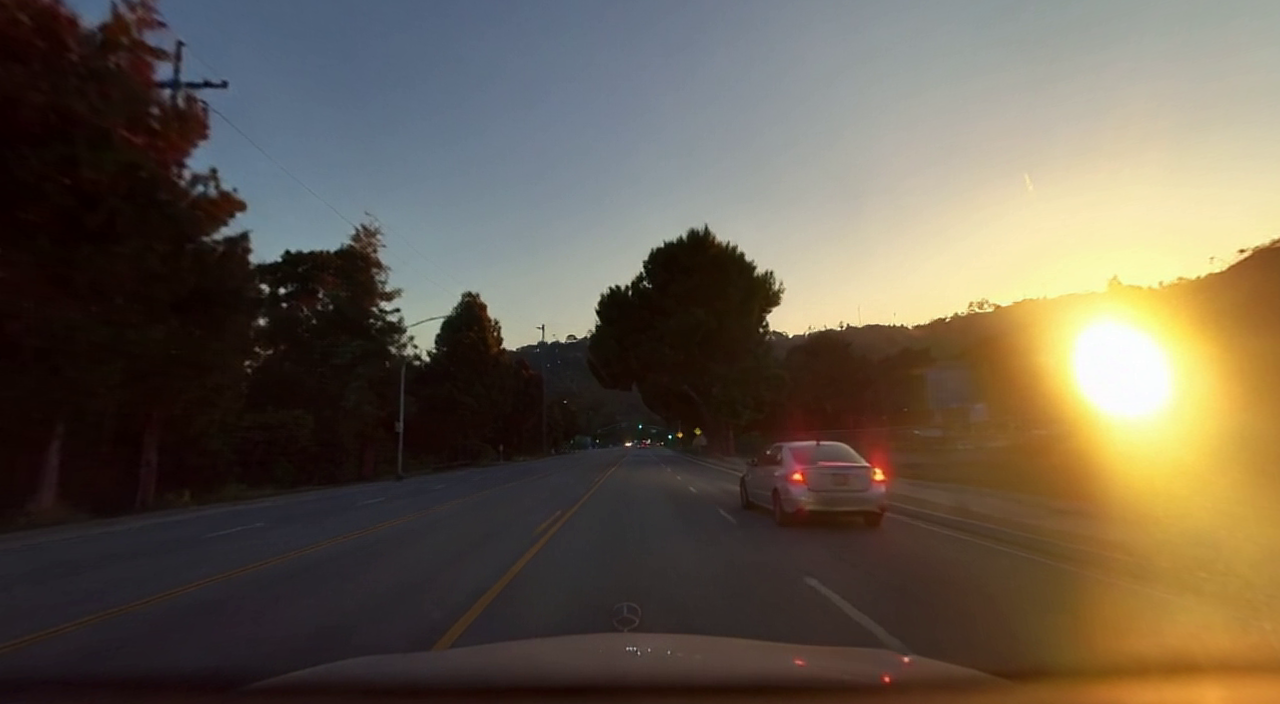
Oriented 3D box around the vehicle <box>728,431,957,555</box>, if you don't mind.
[{"bbox_3d":[2.756,2.035,9.887,2.042,1.469,4.470,0,-8,-1],"label":"vehicle"}]
